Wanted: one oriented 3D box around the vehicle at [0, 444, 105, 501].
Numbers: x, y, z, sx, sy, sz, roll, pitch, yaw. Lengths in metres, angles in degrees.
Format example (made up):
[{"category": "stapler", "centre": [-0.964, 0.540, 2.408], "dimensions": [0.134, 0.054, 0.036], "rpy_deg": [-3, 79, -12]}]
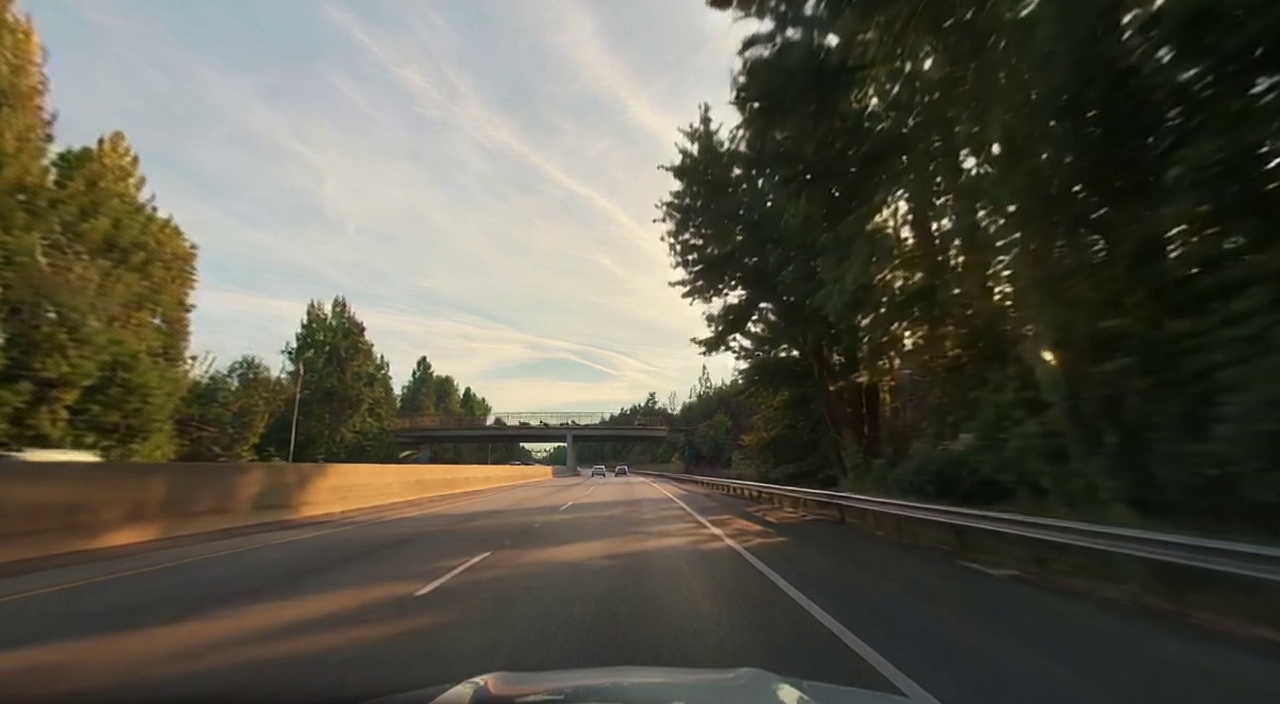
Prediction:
[{"category": "vehicle", "centre": [-18.076, 3.361, 17.659], "dimensions": [2.080, 1.488, 4.621], "rpy_deg": [1, -11, 0]}]
